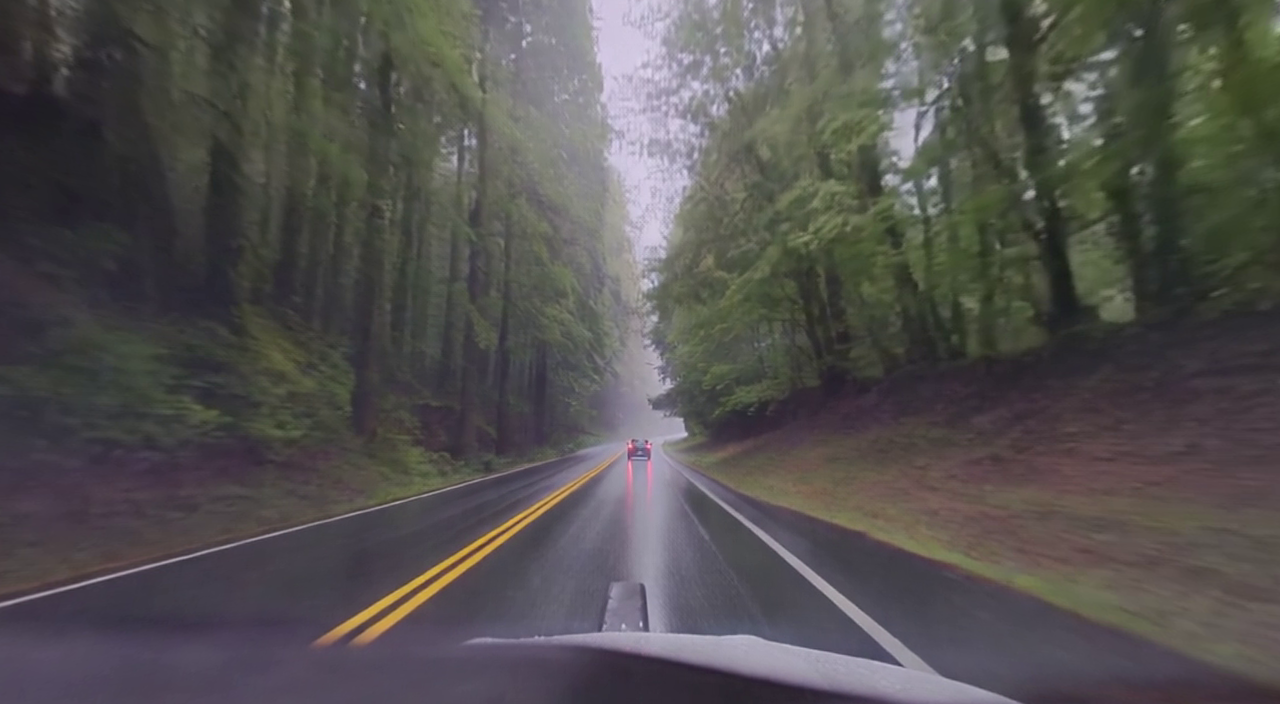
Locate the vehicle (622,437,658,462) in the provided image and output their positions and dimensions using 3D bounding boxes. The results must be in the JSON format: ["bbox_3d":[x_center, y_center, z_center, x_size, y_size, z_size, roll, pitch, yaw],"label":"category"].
[{"bbox_3d":[0.016,6.112,39.699,2.120,1.491,4.349,-1,-8,0],"label":"vehicle"}]
